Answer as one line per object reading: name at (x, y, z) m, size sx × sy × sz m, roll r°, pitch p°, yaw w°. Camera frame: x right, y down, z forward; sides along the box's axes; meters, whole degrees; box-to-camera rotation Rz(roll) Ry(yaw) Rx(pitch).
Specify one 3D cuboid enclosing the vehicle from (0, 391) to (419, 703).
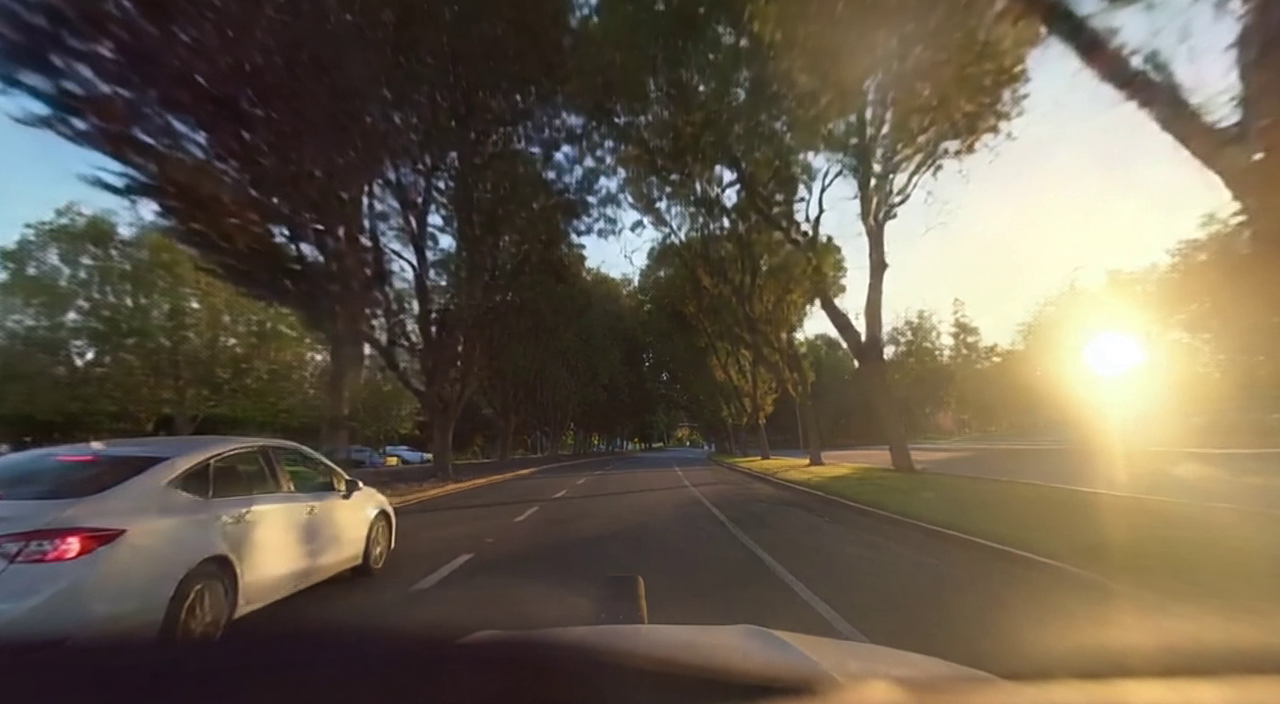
vehicle at (-3.376, 1.233, 4.643) m, size 1.915 × 1.521 × 4.283 m, roll 0°, pitch -8°, yaw 0°
